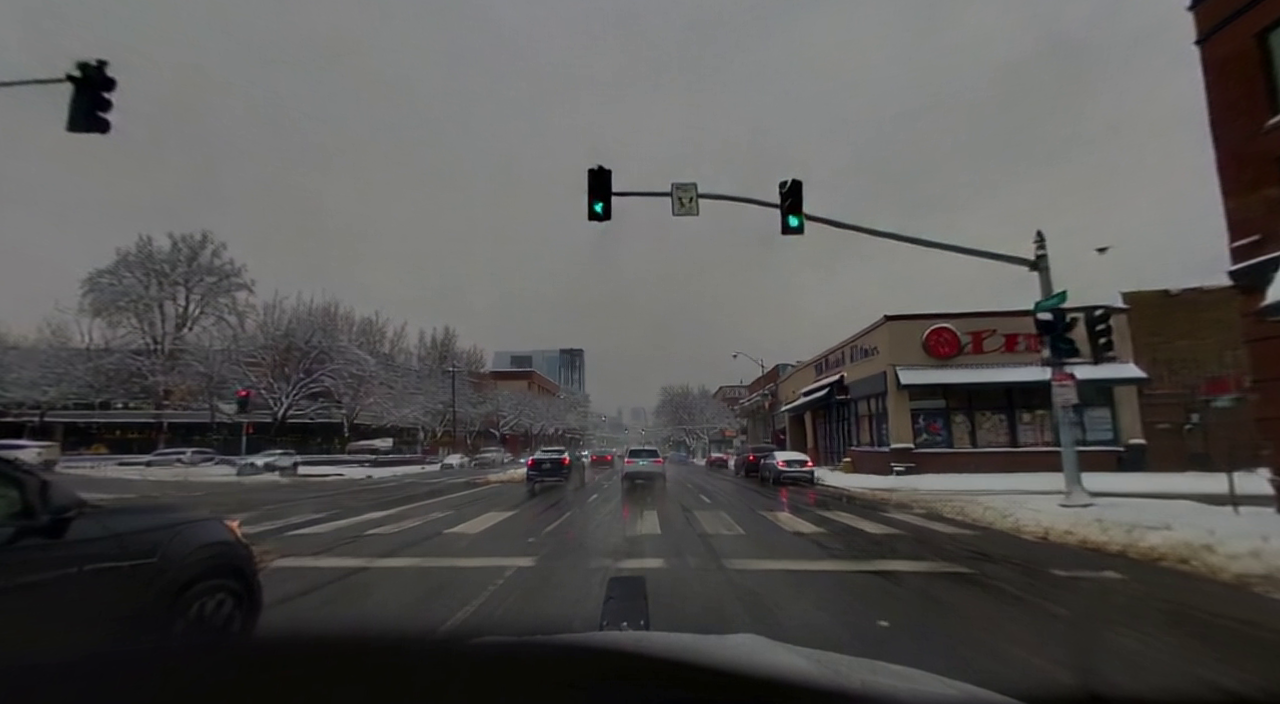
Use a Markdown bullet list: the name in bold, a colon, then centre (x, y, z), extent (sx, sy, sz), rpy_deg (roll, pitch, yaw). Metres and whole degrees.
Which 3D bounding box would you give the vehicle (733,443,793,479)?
- **vehicle**: centre (6.673, 5.975, 34.799), extent (2.159, 1.817, 5.056), rpy_deg (0, -9, -1)

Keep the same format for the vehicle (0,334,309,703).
- **vehicle**: centre (-2.960, 0.695, 1.334), extent (2.049, 1.646, 4.445), rpy_deg (0, -9, 1)

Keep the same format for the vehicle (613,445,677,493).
- **vehicle**: centre (0.195, 4.023, 22.035), extent (2.037, 1.484, 4.073), rpy_deg (0, -9, 1)

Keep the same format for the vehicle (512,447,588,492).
- **vehicle**: centre (-3.118, 4.173, 22.786), extent (1.950, 1.450, 4.257), rpy_deg (-1, -9, 2)

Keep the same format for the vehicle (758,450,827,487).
- **vehicle**: centre (6.593, 5.077, 27.763), extent (1.944, 1.462, 4.406), rpy_deg (0, -9, 0)
